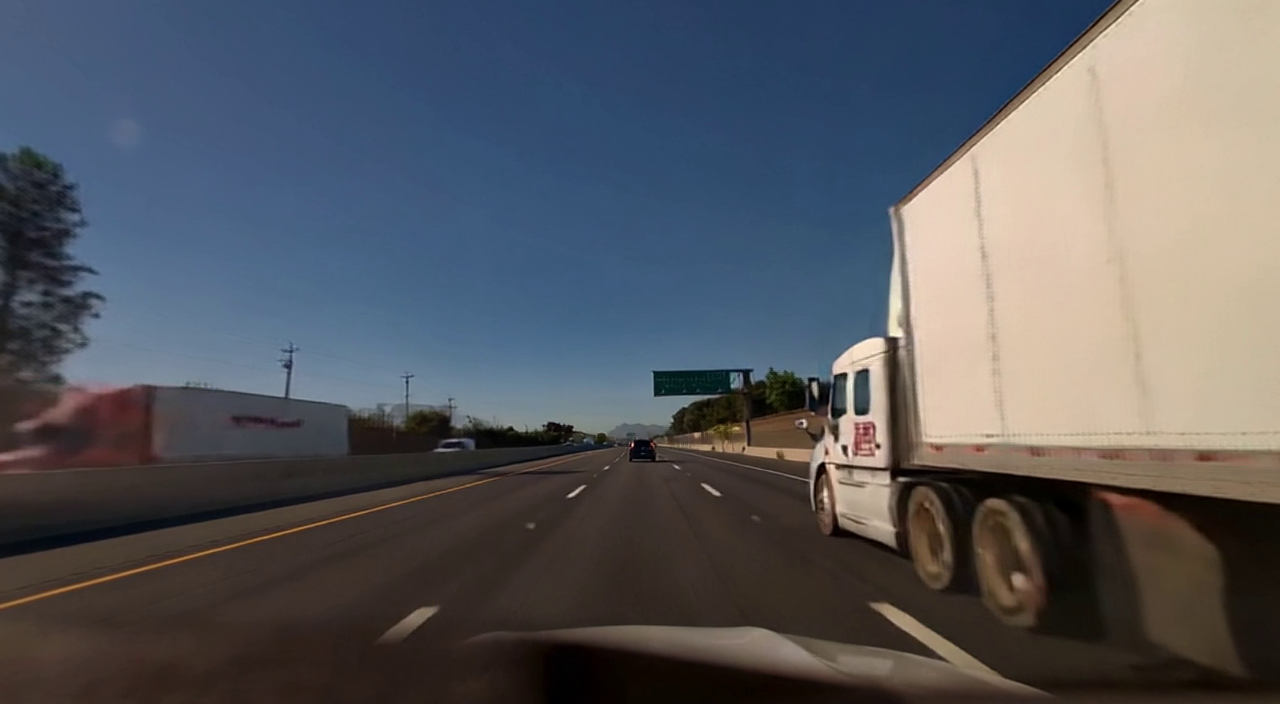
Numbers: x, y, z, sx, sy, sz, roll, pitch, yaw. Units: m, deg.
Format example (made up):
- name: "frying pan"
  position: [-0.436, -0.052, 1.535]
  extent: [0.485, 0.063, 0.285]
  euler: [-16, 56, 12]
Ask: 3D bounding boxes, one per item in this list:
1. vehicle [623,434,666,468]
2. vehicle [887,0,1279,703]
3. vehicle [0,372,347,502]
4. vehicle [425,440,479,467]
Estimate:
- name: "vehicle"
  position: [0.238, 5.082, 32.529]
  extent: [2.111, 1.635, 4.177]
  euler: [0, -8, 1]
- name: "vehicle"
  position: [4.008, -0.400, 2.896]
  extent: [2.976, 4.118, 6.324]
  euler: [0, -8, -1]
- name: "vehicle"
  position: [-18.473, 3.800, 27.885]
  extent: [2.986, 3.991, 16.790]
  euler: [0, -8, 0]
- name: "vehicle"
  position: [-11.818, 6.378, 39.876]
  extent: [1.955, 1.591, 4.540]
  euler: [0, -8, 0]
